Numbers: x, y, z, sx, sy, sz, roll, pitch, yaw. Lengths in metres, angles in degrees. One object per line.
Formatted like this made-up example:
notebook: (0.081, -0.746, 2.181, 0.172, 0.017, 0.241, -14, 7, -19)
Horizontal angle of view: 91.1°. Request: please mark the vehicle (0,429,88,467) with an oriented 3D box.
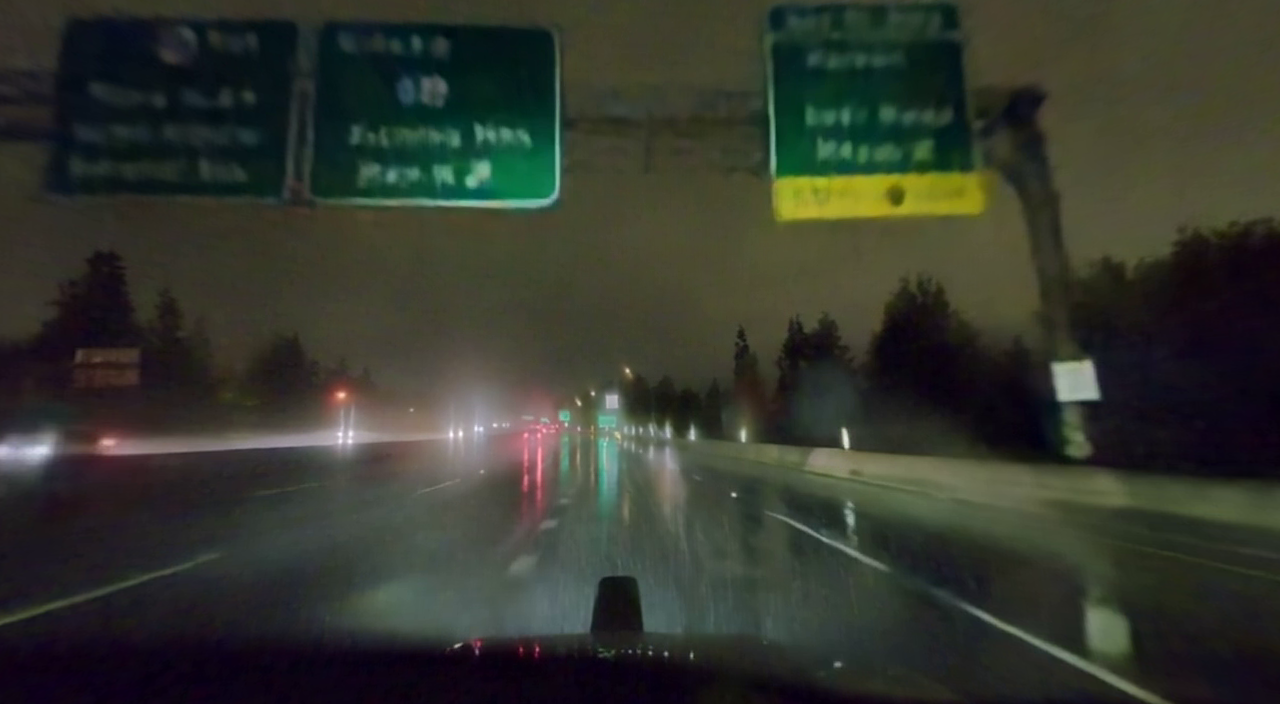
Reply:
vehicle: (-25.361, 3.950, 26.005, 1.866, 1.461, 3.563, 0, -8, -2)
